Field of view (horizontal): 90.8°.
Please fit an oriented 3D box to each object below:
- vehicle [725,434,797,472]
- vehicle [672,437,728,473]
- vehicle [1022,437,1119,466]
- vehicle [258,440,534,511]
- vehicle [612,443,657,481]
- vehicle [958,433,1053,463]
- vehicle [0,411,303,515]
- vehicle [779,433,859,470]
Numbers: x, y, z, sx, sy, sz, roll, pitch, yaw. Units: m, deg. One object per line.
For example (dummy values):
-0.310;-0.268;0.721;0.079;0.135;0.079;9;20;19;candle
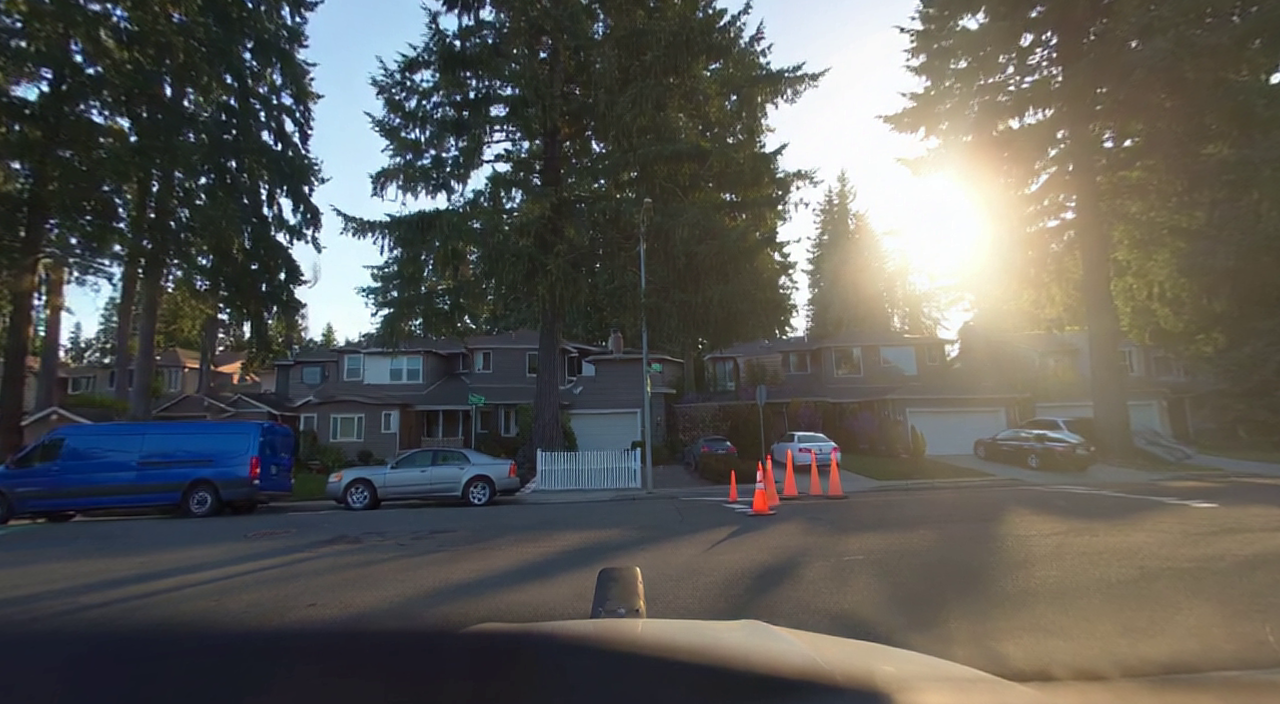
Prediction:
5.355;4.520;28.508;2.007;1.555;4.204;1;-9;-7;vehicle
2.604;4.593;28.344;1.745;1.461;4.074;1;-9;-5;vehicle
22.775;5.277;33.541;3.863;1.453;1.826;1;-9;-5;vehicle
-6.502;3.420;17.884;6.643;1.777;2.925;1;-9;-5;vehicle
-0.298;4.816;27.929;1.648;1.430;3.654;4;-9;-4;vehicle
23.983;6.306;41.518;4.984;1.912;2.132;1;-8;-6;vehicle
-14.072;3.093;17.450;7.824;2.323;2.863;-3;-10;-3;vehicle
8.067;4.551;28.934;1.893;1.529;4.422;1;-9;-7;vehicle
